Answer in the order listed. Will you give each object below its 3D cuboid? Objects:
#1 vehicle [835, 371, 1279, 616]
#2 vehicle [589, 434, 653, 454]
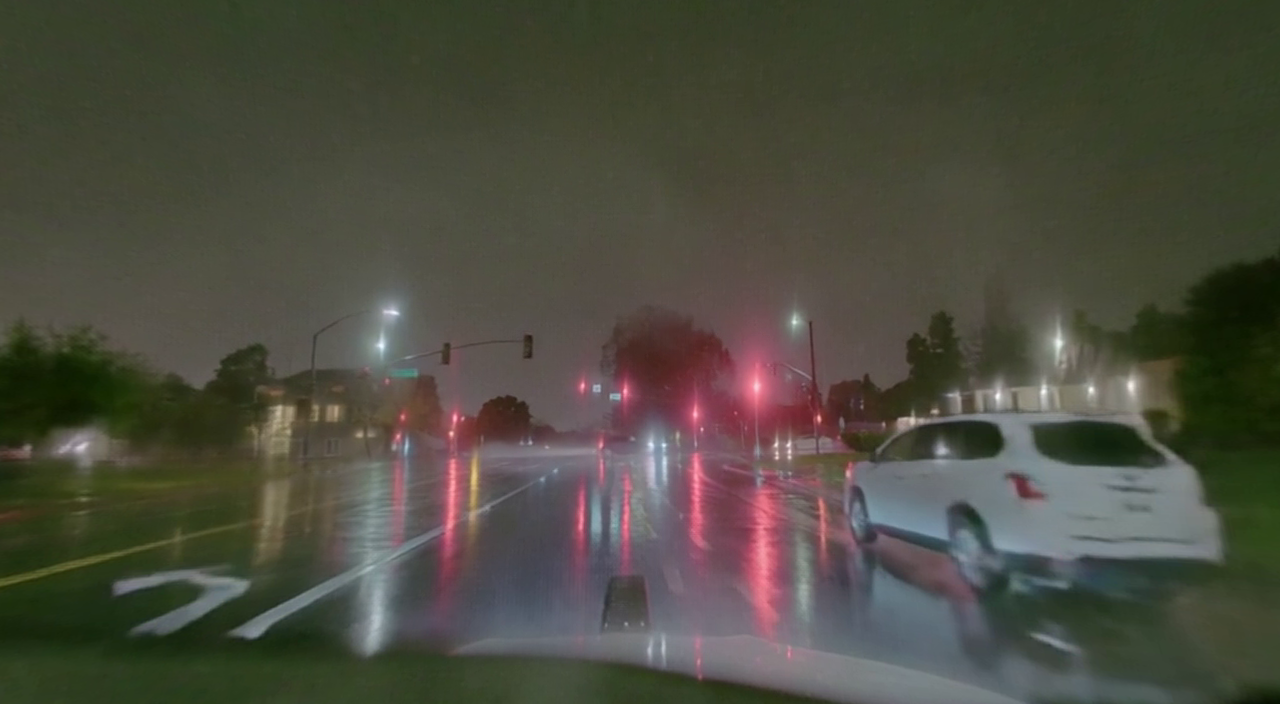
[{"bbox_3d":[4.066,1.412,7.198,2.170,1.869,4.594,0,-8,0],"label":"vehicle"},{"bbox_3d":[-1.425,6.898,47.464,4.759,1.461,1.788,0,-8,-2],"label":"vehicle"}]
